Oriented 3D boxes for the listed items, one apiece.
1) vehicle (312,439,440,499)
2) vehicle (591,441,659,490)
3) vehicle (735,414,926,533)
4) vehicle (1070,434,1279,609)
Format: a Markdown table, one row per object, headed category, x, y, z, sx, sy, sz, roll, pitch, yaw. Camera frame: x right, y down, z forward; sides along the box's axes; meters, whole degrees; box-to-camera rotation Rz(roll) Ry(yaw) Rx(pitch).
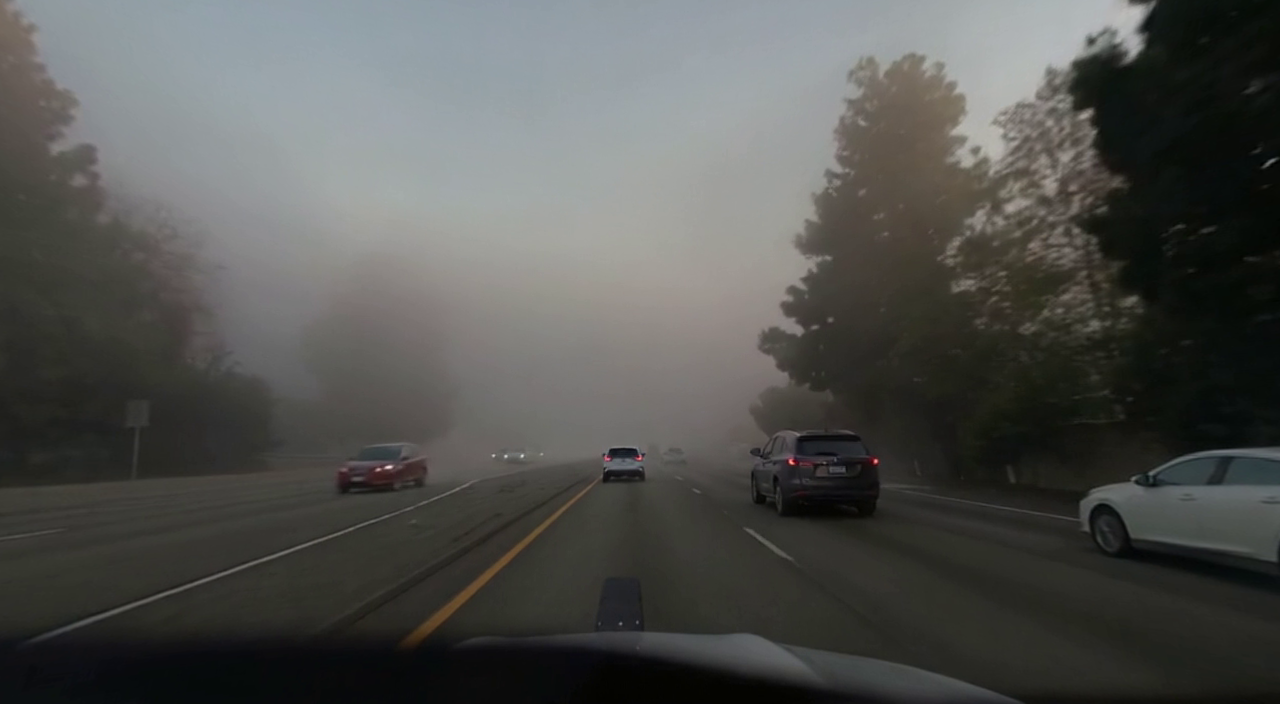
| category | x | y | z | sx | sy | sz | roll | pitch | yaw |
| --- | --- | --- | --- | --- | --- | --- | --- | --- | --- |
| vehicle | -7.571 | 3.393 | 18.696 | 2.011 | 1.536 | 4.411 | 0 | -9 | -2 |
| vehicle | -0.452 | 3.714 | 20.955 | 2.040 | 1.451 | 3.736 | 0 | -9 | 0 |
| vehicle | 3.333 | 2.245 | 12.237 | 2.186 | 1.842 | 4.553 | 0 | -9 | -1 |
| vehicle | 6.640 | 1.453 | 5.481 | 2.434 | 1.467 | 4.726 | 0 | -9 | -1 |
